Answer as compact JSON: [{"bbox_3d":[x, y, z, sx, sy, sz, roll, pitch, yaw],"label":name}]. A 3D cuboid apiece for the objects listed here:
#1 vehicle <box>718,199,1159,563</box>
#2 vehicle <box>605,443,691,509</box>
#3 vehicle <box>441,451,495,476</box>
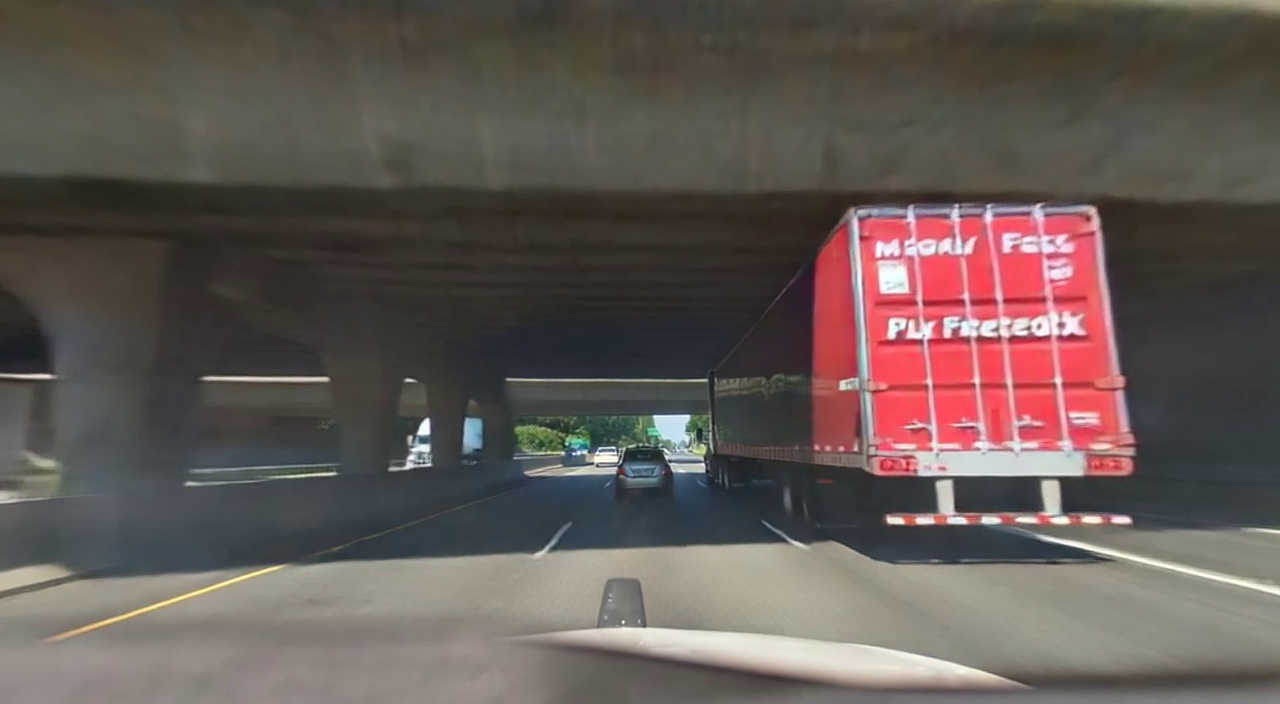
[{"bbox_3d":[4.024,1.325,13.782,2.960,4.018,13.834,0,-9,0],"label":"vehicle"},{"bbox_3d":[0.180,3.323,17.339,2.039,1.532,4.610,0,-9,0],"label":"vehicle"},{"bbox_3d":[-10.801,7.030,39.892,1.979,1.472,4.465,-1,-9,2],"label":"vehicle"}]
